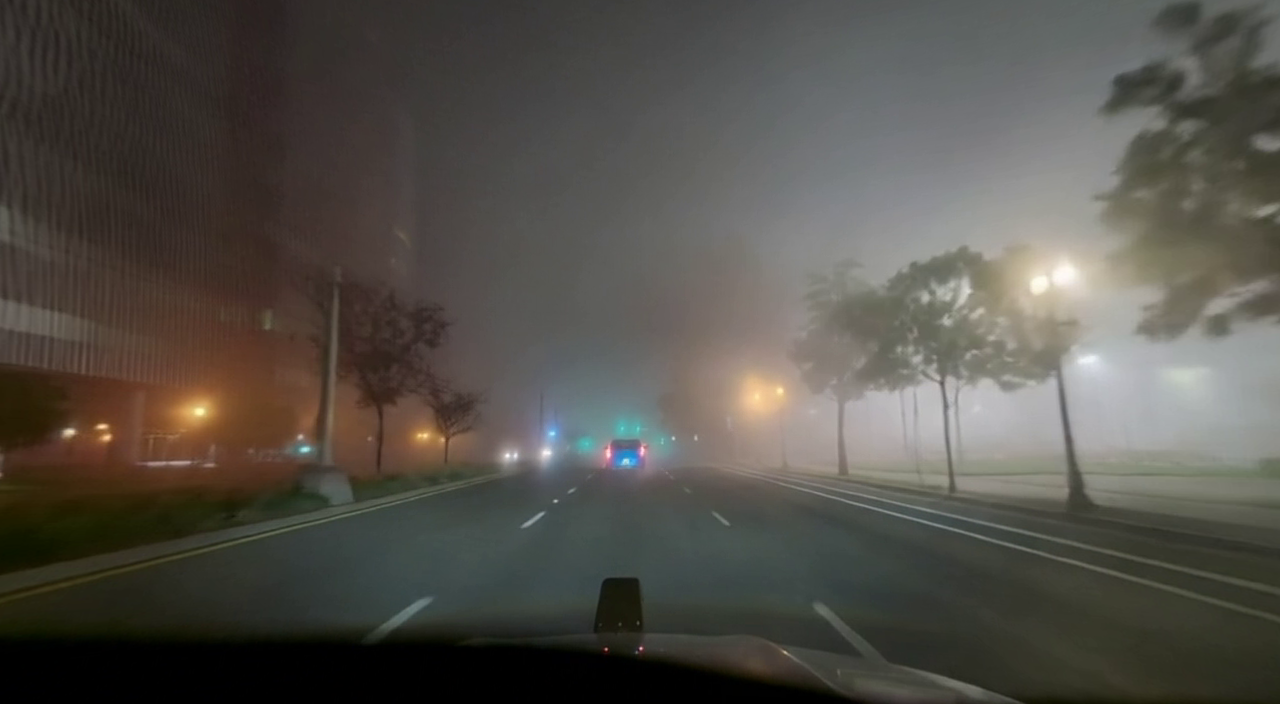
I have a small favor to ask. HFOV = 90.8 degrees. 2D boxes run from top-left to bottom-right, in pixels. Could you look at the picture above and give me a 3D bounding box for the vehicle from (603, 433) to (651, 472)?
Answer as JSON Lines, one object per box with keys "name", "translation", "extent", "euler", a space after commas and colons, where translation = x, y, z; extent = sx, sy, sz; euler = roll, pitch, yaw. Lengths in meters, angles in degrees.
{"name": "vehicle", "translation": [-0.637, 5.213, 32.881], "extent": [2.313, 1.860, 4.319], "euler": [0, -9, -1]}
